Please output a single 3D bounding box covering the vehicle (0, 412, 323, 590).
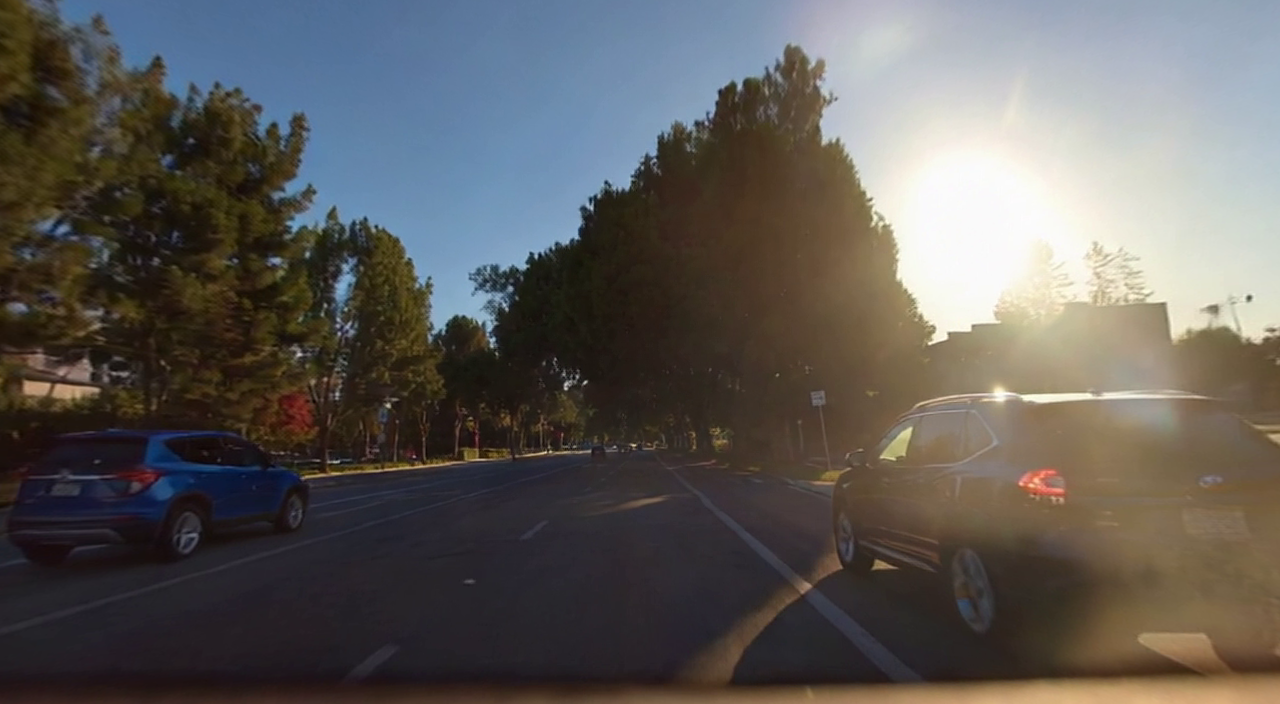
[{"bbox_3d":[-6.542,1.796,8.507,2.069,1.690,4.837,0,-9,-1],"label":"vehicle"}]

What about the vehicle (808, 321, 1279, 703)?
[{"bbox_3d":[2.931,1.090,4.733,2.047,1.768,4.607,0,-9,0],"label":"vehicle"}]
